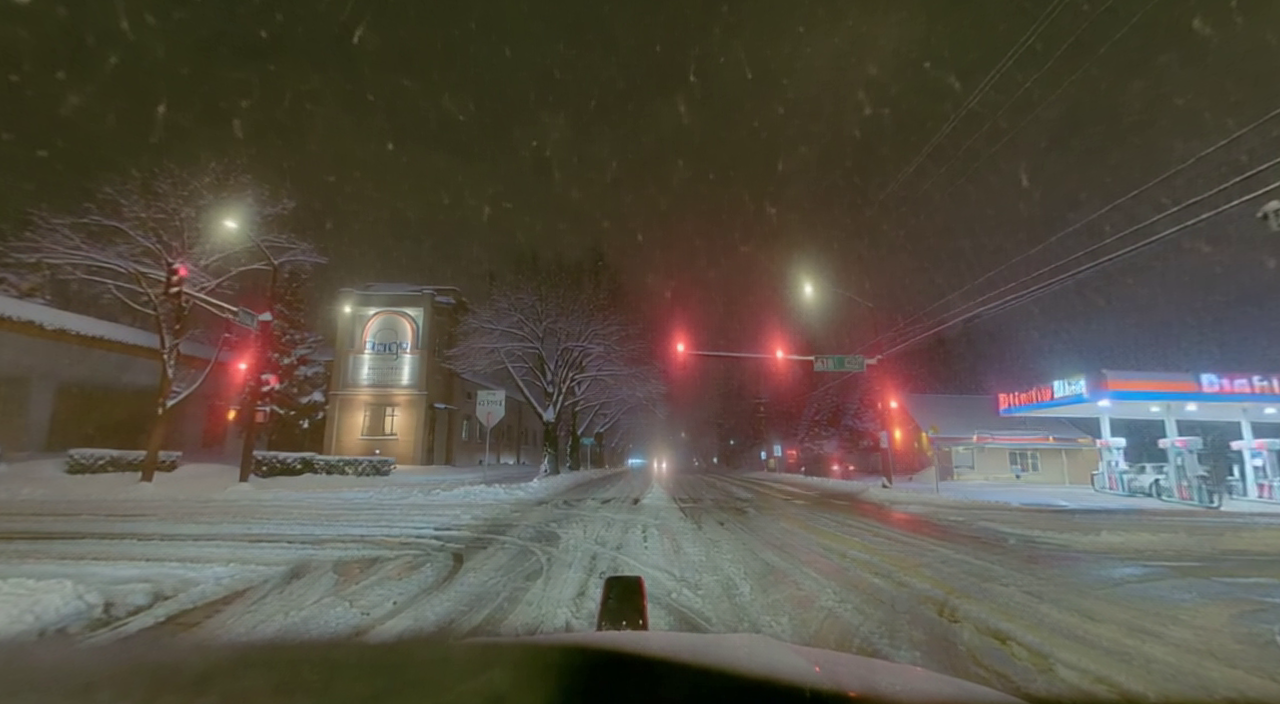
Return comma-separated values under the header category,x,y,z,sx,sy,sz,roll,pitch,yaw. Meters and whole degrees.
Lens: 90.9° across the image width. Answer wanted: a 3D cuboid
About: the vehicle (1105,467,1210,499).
category,x,y,z,sx,sy,sz,roll,pitch,yaw
vehicle,28.013,7.065,34.354,1.897,1.466,4.211,1,-8,-6
